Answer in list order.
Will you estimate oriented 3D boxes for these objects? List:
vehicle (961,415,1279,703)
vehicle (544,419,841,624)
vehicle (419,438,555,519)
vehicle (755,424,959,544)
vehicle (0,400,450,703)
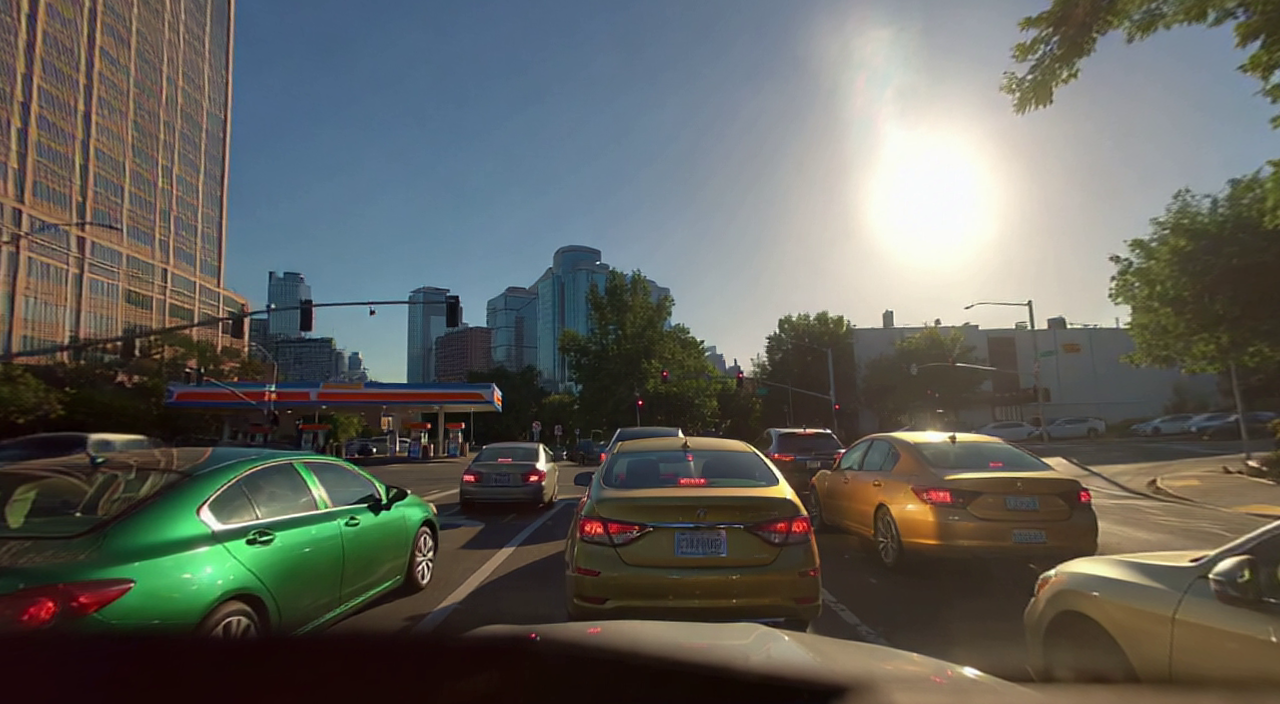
[{"bbox_3d":[4.167,1.144,3.643,1.950,1.497,4.686,0,-9,-3],"label":"vehicle"},{"bbox_3d":[0.336,1.590,6.934,2.220,1.507,4.317,0,-9,-2],"label":"vehicle"},{"bbox_3d":[-3.092,2.640,13.688,1.867,1.474,4.237,0,-9,0],"label":"vehicle"},{"bbox_3d":[3.367,2.129,10.773,1.947,1.630,4.127,0,-9,-1],"label":"vehicle"},{"bbox_3d":[-3.017,1.259,4.606,1.887,1.493,4.255,0,-9,0],"label":"vehicle"}]
